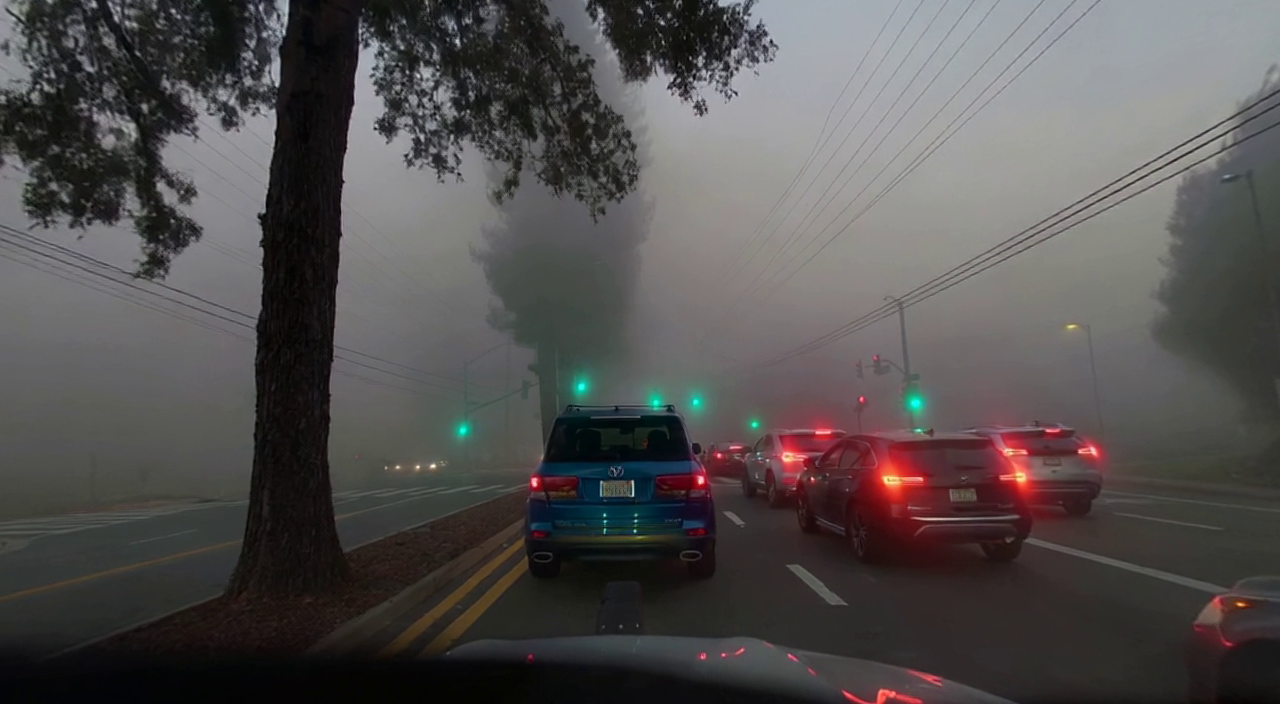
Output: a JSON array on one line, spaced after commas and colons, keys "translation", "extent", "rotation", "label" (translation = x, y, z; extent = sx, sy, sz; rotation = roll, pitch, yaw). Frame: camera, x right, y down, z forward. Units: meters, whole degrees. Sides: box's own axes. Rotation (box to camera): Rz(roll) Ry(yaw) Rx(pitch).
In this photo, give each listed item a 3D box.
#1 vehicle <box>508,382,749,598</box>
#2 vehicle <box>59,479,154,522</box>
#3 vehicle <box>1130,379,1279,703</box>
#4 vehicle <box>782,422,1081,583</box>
[{"translation": [-0.137, 1.603, 8.095], "extent": [2.231, 1.998, 4.254], "rotation": [0, -9, -1], "label": "vehicle"}, {"translation": [-26.327, 7.330, 31.159], "extent": [4.526, 1.715, 1.989], "rotation": [-11, -13, 29], "label": "vehicle"}, {"translation": [3.276, 0.632, 0.759], "extent": [1.889, 1.517, 4.308], "rotation": [0, -9, 0], "label": "vehicle"}, {"translation": [3.420, 1.838, 8.577], "extent": [1.880, 1.579, 4.401], "rotation": [0, -9, -1], "label": "vehicle"}]
